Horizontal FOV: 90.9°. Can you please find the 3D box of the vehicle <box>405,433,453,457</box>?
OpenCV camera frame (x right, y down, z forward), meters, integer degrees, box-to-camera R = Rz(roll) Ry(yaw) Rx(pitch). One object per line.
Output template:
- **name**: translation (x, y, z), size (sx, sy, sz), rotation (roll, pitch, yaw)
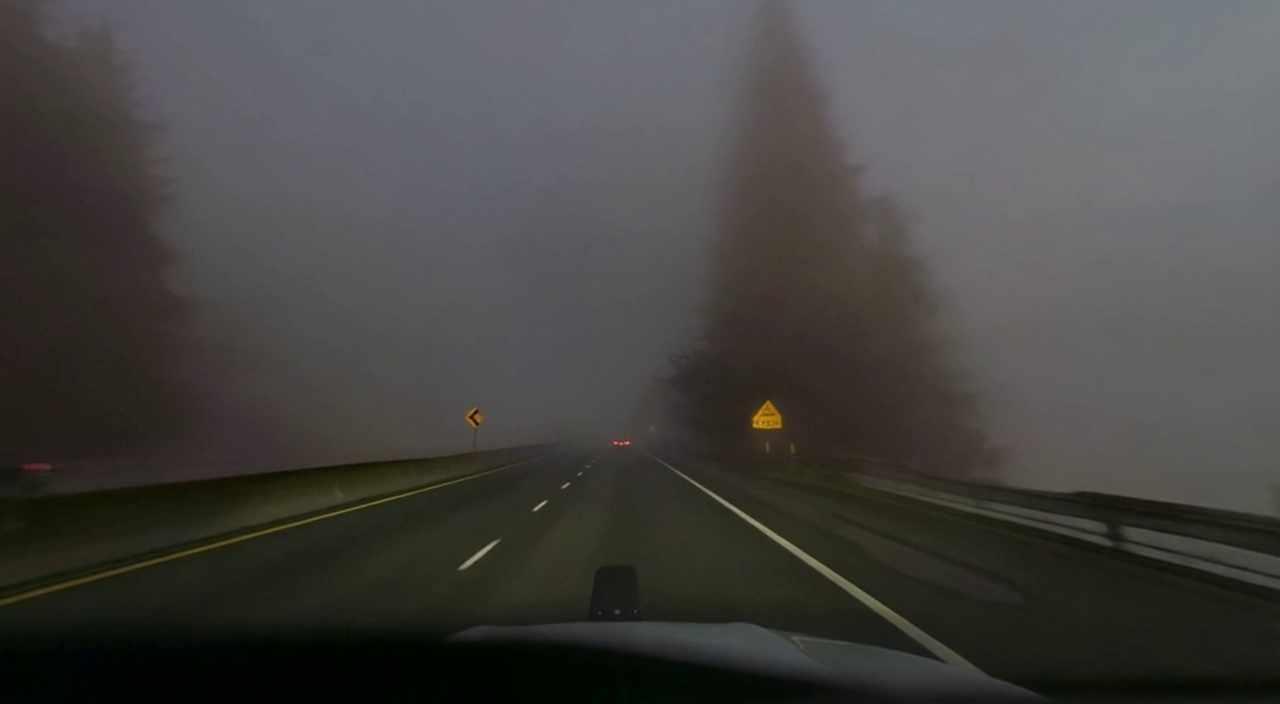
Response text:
- **vehicle**: translation (-14.495, 6.402, 43.548), size (1.959, 1.566, 4.102), rotation (0, -8, -1)
